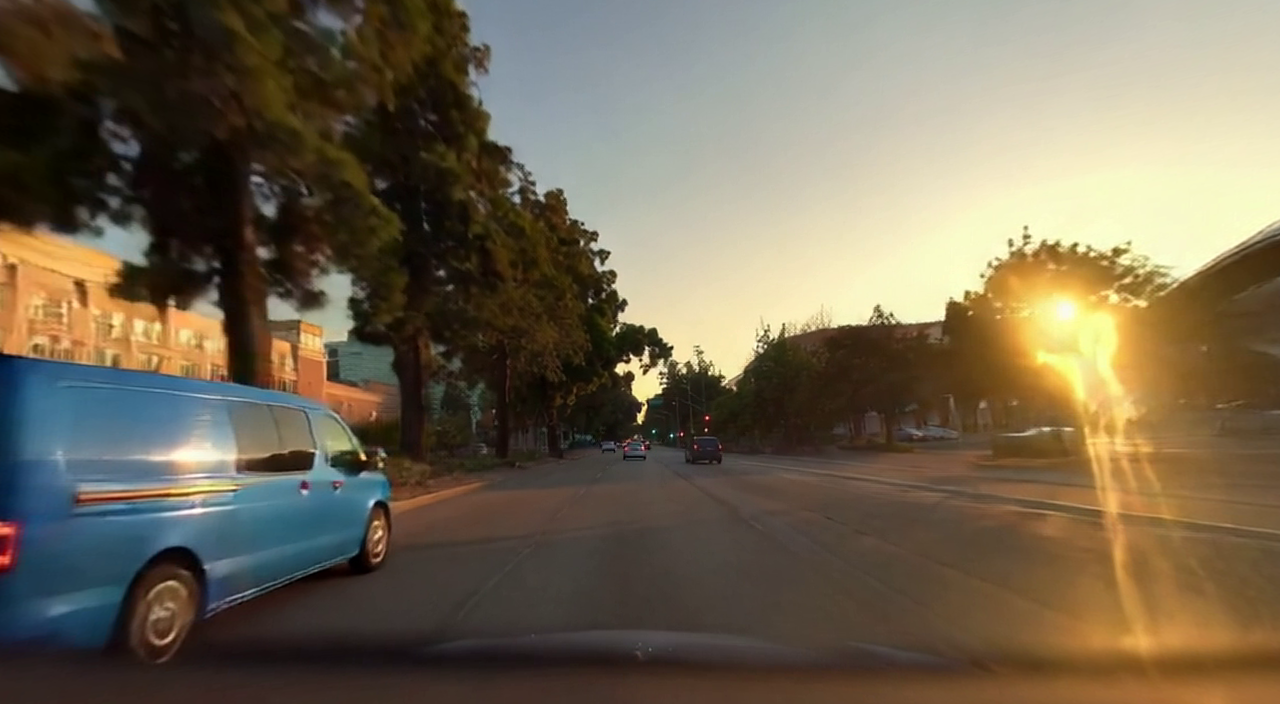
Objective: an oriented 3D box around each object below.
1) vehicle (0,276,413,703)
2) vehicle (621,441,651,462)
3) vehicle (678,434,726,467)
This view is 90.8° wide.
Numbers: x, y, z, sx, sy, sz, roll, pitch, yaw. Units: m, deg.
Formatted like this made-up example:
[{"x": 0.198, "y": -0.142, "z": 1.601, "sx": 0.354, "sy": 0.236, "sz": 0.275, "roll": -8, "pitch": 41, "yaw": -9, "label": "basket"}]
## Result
[{"x": -3.482, "y": 0.935, "z": 4.333, "sx": 2.075, "sy": 1.863, "sz": 4.744, "roll": 0, "pitch": -8, "yaw": 0, "label": "vehicle"}, {"x": -0.282, "y": 7.026, "z": 44.782, "sx": 2.039, "sy": 1.455, "sz": 3.826, "roll": 0, "pitch": -8, "yaw": -1, "label": "vehicle"}, {"x": 3.451, "y": 5.566, "z": 35.792, "sx": 2.181, "sy": 1.781, "sz": 4.257, "roll": 0, "pitch": -8, "yaw": -1, "label": "vehicle"}]
